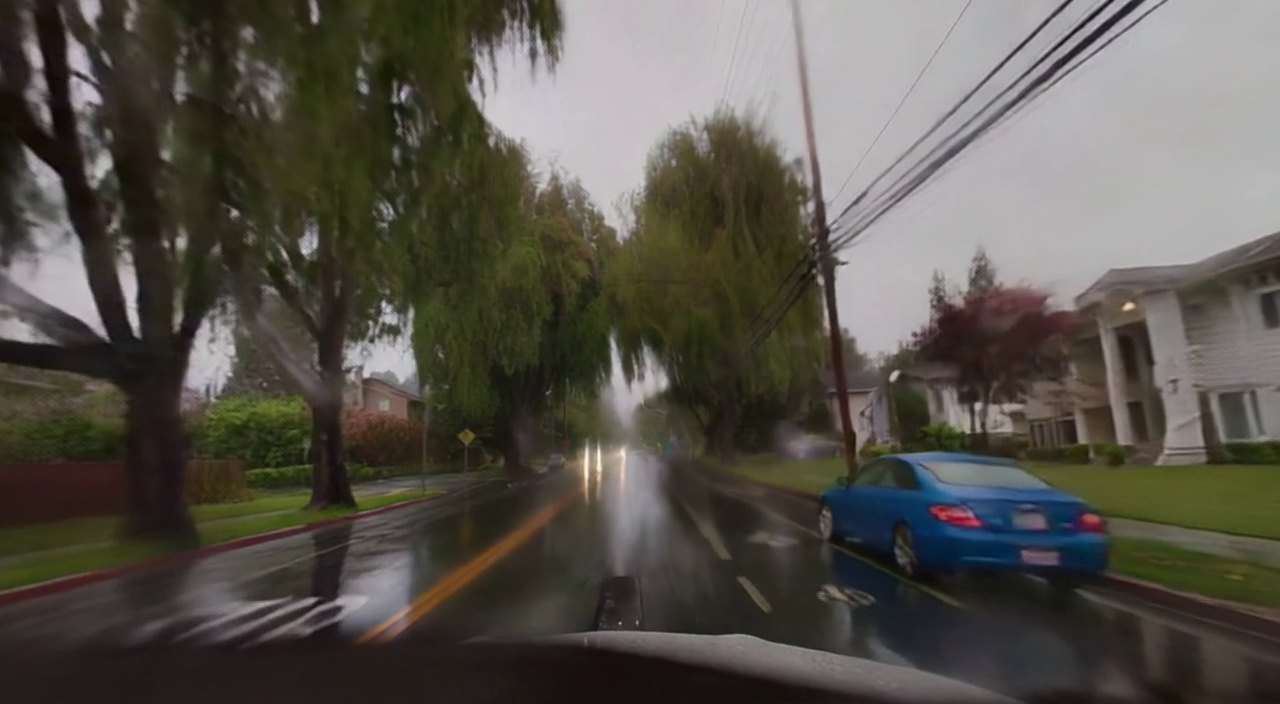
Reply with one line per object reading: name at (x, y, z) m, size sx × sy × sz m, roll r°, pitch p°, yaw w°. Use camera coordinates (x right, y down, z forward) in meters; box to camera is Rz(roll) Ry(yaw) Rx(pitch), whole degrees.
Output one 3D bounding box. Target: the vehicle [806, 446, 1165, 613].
vehicle at (3.722, 1.965, 7.996) m, size 1.961 × 1.472 × 4.434 m, roll 0°, pitch -9°, yaw -1°
